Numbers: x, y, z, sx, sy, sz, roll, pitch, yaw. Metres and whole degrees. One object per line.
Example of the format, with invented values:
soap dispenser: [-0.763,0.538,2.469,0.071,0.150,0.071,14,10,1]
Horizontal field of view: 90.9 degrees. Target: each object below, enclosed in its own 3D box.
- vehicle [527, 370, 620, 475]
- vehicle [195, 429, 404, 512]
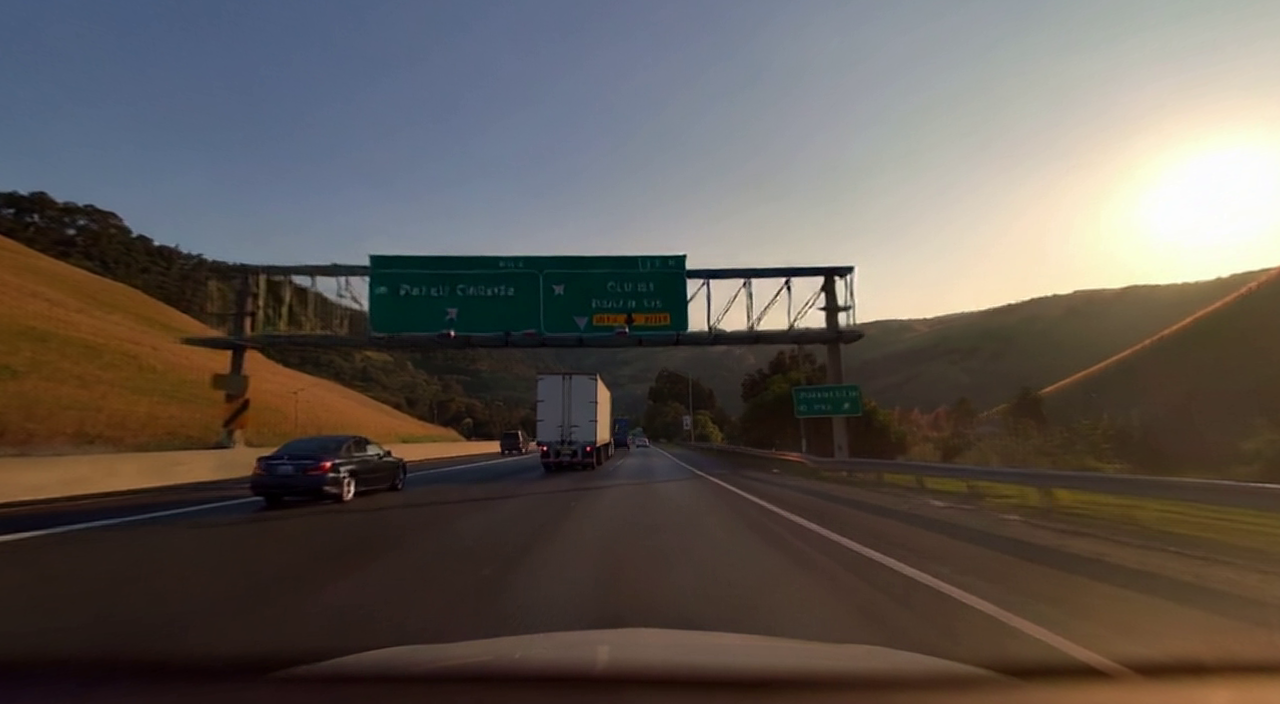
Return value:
vehicle: [-2.995,4.068,34.327,3.202,4.352,16.251,0,-8,0]
vehicle: [-7.023,2.468,13.712,1.911,1.494,4.555,0,-8,1]
